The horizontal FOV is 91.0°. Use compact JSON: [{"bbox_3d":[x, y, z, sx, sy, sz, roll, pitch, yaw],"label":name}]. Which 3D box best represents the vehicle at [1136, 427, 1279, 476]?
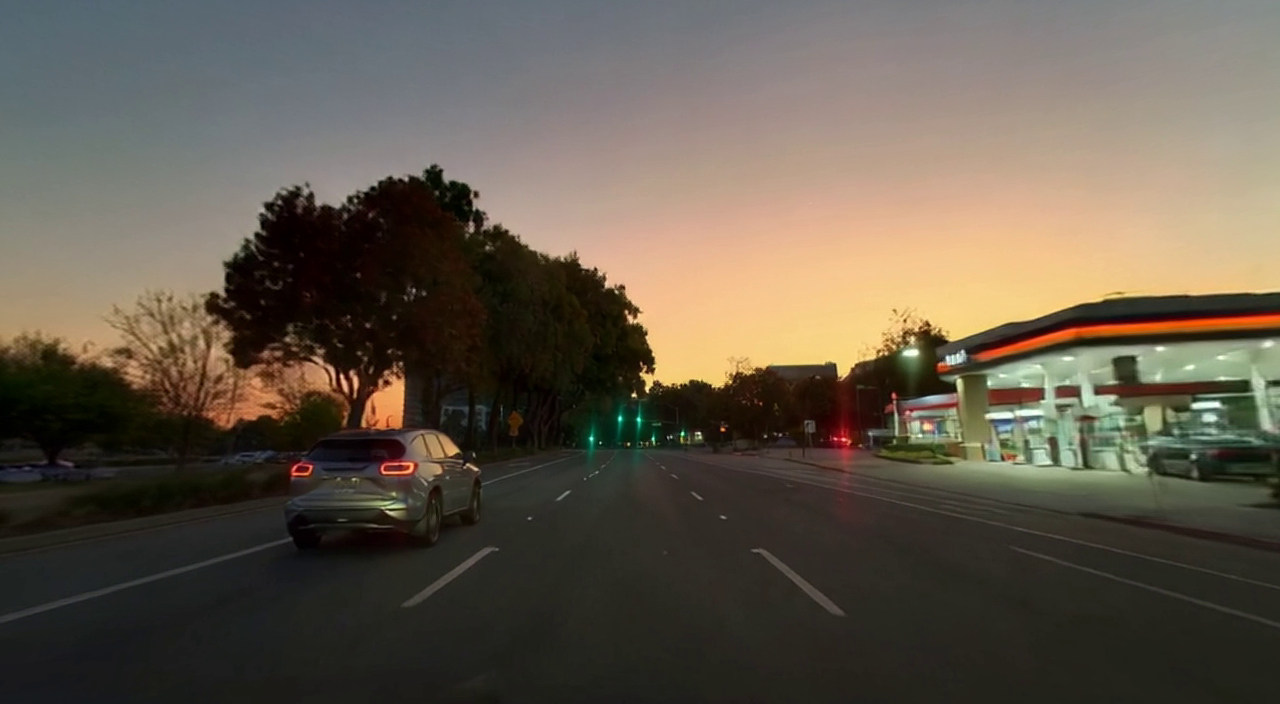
[{"bbox_3d":[18.665,3.136,19.856,4.398,1.457,1.806,-1,-8,2],"label":"vehicle"}]

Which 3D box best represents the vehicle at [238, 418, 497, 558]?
[{"bbox_3d":[-3.799,1.975,9.942,2.039,1.656,4.710,0,-8,-1],"label":"vehicle"}]

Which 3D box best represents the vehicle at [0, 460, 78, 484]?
[{"bbox_3d":[-39.220,7.741,40.855,1.622,1.345,4.259,-1,-8,-1],"label":"vehicle"}]
